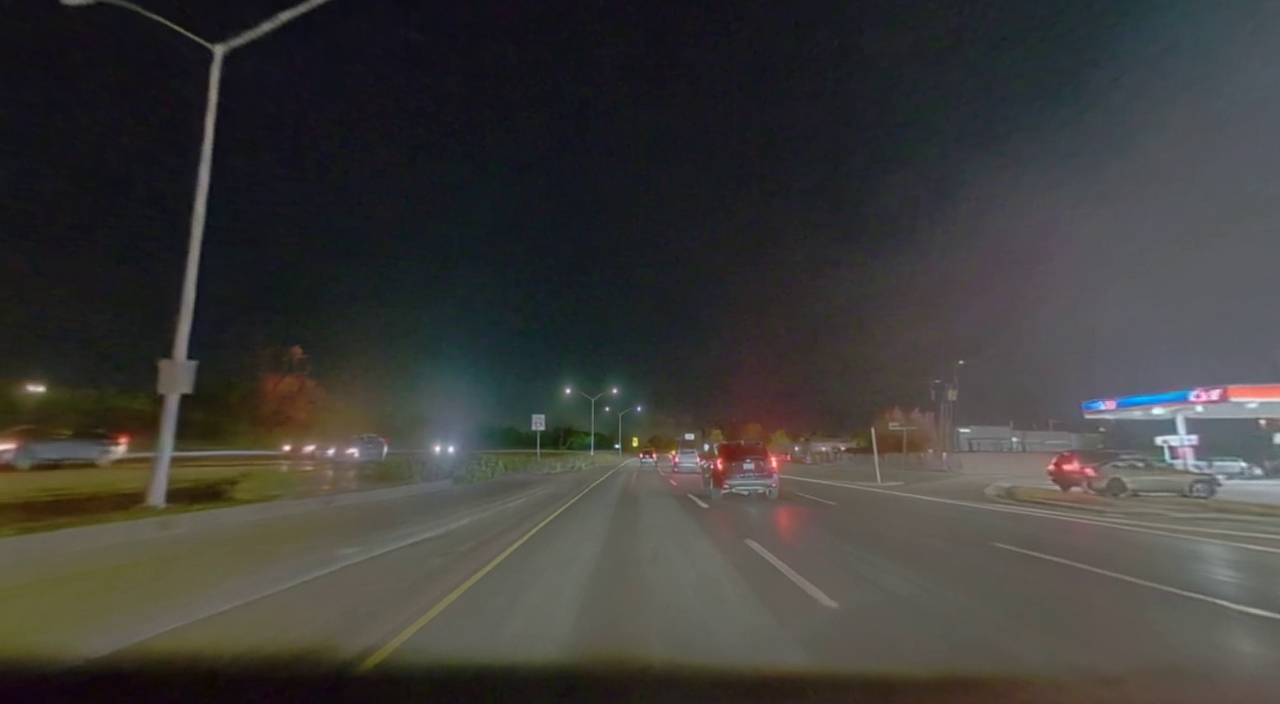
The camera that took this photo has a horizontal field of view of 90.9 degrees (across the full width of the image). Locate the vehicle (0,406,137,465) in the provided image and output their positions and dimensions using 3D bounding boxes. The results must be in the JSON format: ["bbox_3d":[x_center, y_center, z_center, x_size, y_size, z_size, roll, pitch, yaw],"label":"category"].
[{"bbox_3d":[-20.133,2.825,20.998,2.037,1.761,5.401,0,-8,3],"label":"vehicle"}]

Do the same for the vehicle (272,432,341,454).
[{"bbox_3d":[-22.979,6.314,43.622,2.036,1.459,4.574,-1,-8,4],"label":"vehicle"}]

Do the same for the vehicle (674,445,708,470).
[{"bbox_3d":[3.506,7.349,44.031,2.012,1.612,4.114,0,-8,0],"label":"vehicle"}]

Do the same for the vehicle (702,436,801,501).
[{"bbox_3d":[3.314,3.563,19.813,2.184,1.777,4.712,0,-8,-1],"label":"vehicle"}]

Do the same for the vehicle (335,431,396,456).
[{"bbox_3d":[-19.123,6.397,44.115,1.941,1.629,4.557,-1,-8,4],"label":"vehicle"}]

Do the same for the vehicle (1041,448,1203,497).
[{"bbox_3d":[18.017,4.498,23.683,4.587,1.710,1.969,1,-9,-5],"label":"vehicle"}]
